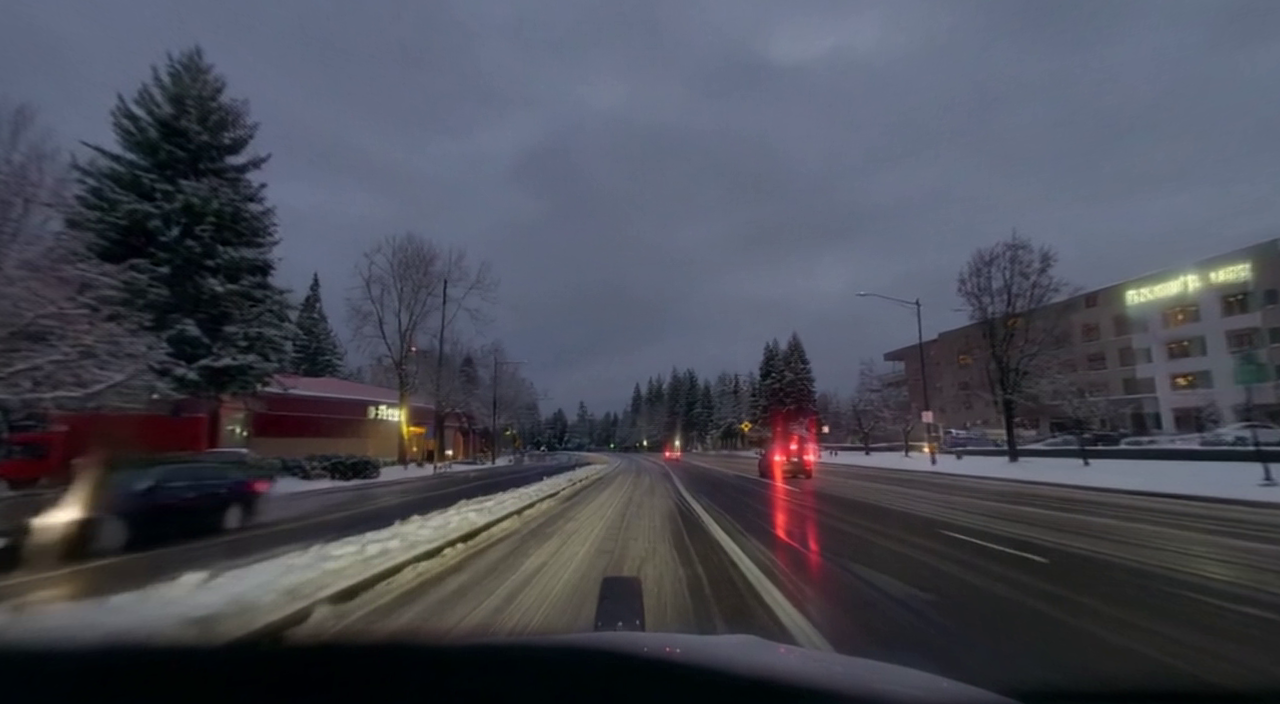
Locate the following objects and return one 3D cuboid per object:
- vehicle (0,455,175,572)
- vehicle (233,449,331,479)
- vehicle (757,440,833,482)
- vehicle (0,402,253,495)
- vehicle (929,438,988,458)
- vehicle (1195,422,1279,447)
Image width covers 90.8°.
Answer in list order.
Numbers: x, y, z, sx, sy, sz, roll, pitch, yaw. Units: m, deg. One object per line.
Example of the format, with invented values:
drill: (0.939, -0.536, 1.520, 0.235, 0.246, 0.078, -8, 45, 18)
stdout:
vehicle: (-9.465, 2.337, 9.311, 1.865, 1.503, 4.375, -2, -9, 1)
vehicle: (-20.746, 6.502, 36.709, 4.519, 1.614, 1.898, -1, -9, 3)
vehicle: (6.648, 4.718, 27.618, 2.181, 1.639, 4.127, 0, -9, -1)
vehicle: (-21.300, 3.989, 26.320, 8.324, 3.550, 2.670, 0, -9, -2)
vehicle: (24.385, 7.364, 48.368, 3.603, 1.474, 1.634, 0, -9, -2)
vehicle: (38.479, 5.236, 39.759, 1.814, 1.469, 4.858, 6, -11, -35)
